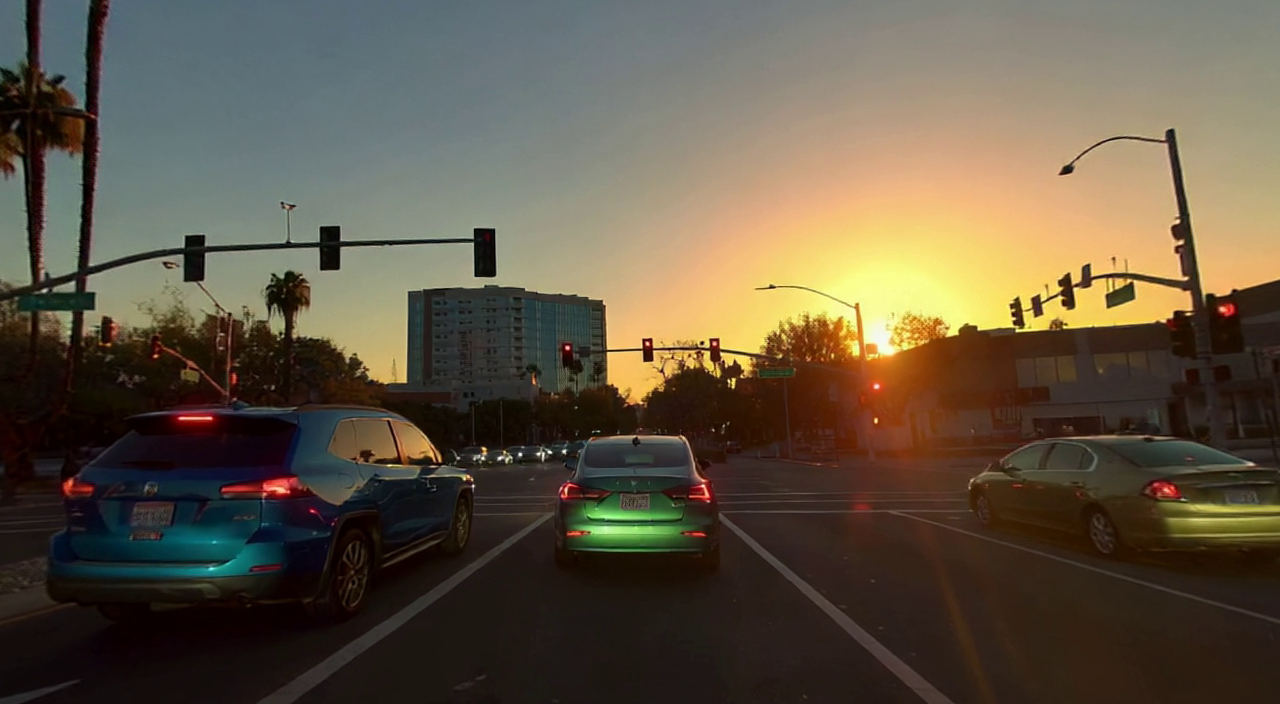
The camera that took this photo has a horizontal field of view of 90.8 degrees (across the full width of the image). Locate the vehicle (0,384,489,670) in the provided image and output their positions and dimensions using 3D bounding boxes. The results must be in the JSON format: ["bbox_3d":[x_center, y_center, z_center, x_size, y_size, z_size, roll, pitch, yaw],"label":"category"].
[{"bbox_3d":[-3.103,1.367,6.070,2.051,1.682,4.467,0,-8,2],"label":"vehicle"}]

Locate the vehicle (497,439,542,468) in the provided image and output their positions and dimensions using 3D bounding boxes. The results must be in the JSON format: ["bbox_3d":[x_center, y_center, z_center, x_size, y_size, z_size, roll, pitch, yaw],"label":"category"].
[{"bbox_3d":[-7.936,6.703,42.025,2.130,1.810,4.450,-2,-8,1],"label":"vehicle"}]

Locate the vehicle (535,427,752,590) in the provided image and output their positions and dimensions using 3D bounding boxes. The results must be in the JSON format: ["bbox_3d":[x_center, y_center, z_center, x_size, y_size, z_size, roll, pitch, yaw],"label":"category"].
[{"bbox_3d":[-0.001,1.702,7.725,1.942,1.445,3.973,0,-8,-1],"label":"vehicle"}]

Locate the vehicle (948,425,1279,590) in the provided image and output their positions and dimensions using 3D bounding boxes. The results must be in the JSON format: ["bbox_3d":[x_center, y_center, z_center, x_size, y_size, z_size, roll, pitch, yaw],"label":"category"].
[{"bbox_3d":[6.093,1.761,8.095,1.970,1.489,4.482,0,-8,-1],"label":"vehicle"}]
